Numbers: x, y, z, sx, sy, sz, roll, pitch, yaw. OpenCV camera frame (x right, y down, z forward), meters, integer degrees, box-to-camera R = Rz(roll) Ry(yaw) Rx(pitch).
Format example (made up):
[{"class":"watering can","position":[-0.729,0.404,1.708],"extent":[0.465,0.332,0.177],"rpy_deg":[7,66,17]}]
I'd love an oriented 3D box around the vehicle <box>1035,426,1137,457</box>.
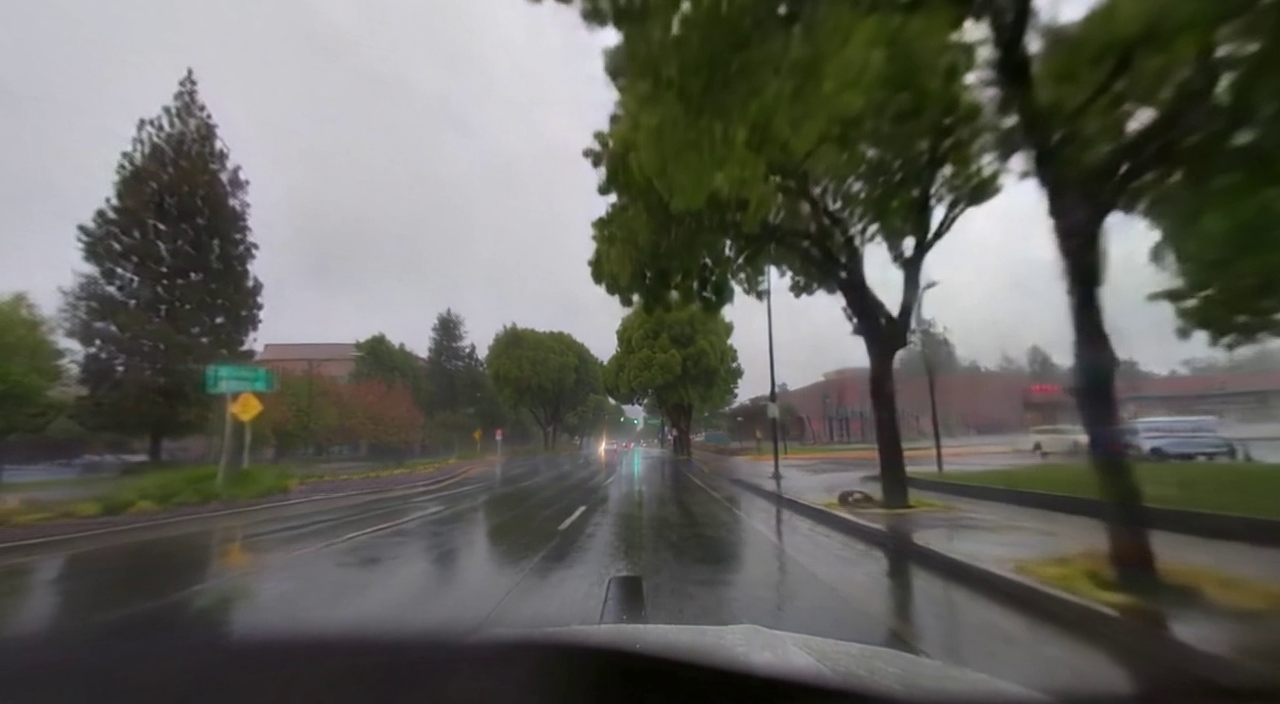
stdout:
[{"class":"vehicle","position":[25.922,5.214,36.758],"extent":[4.384,1.682,1.866],"rpy_deg":[-1,-9,2]}]
